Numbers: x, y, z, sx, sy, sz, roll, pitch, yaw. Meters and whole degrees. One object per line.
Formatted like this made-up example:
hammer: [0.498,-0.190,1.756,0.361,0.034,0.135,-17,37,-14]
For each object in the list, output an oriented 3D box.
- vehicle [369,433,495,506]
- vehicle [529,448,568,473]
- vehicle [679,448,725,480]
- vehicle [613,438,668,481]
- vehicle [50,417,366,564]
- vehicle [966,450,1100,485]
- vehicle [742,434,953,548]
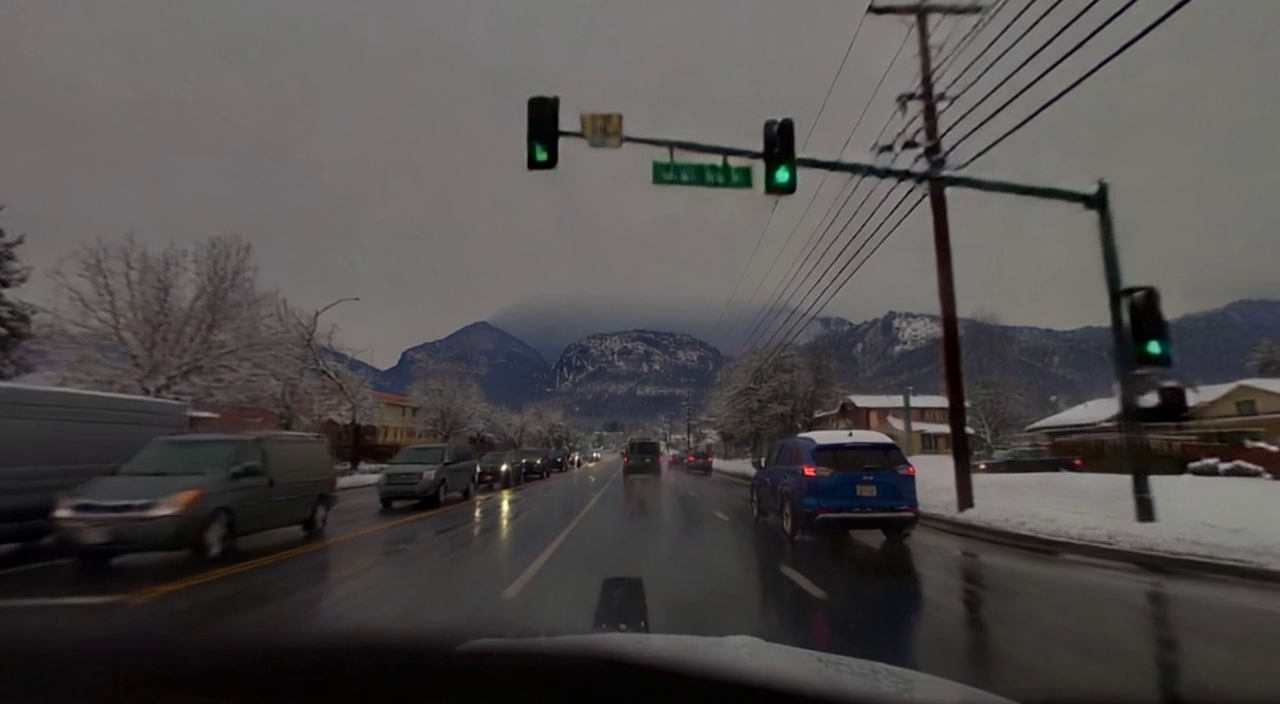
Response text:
vehicle: [-6.142,3.523,19.472,1.993,1.884,5.481,0,-9,0]
vehicle: [-6.408,7.660,44.690,2.095,1.695,4.431,0,-9,0]
vehicle: [3.327,6.099,34.700,1.957,1.646,4.355,0,-9,-1]
vehicle: [-0.007,5.482,32.375,2.636,2.011,5.130,0,-8,-1]
vehicle: [-6.347,2.055,10.105,1.983,1.801,4.391,0,-8,-1]
vehicle: [17.373,5.100,28.040,4.656,1.461,1.955,0,-9,0]
vehicle: [3.454,2.404,11.718,2.155,1.658,4.721,0,-9,-2]
